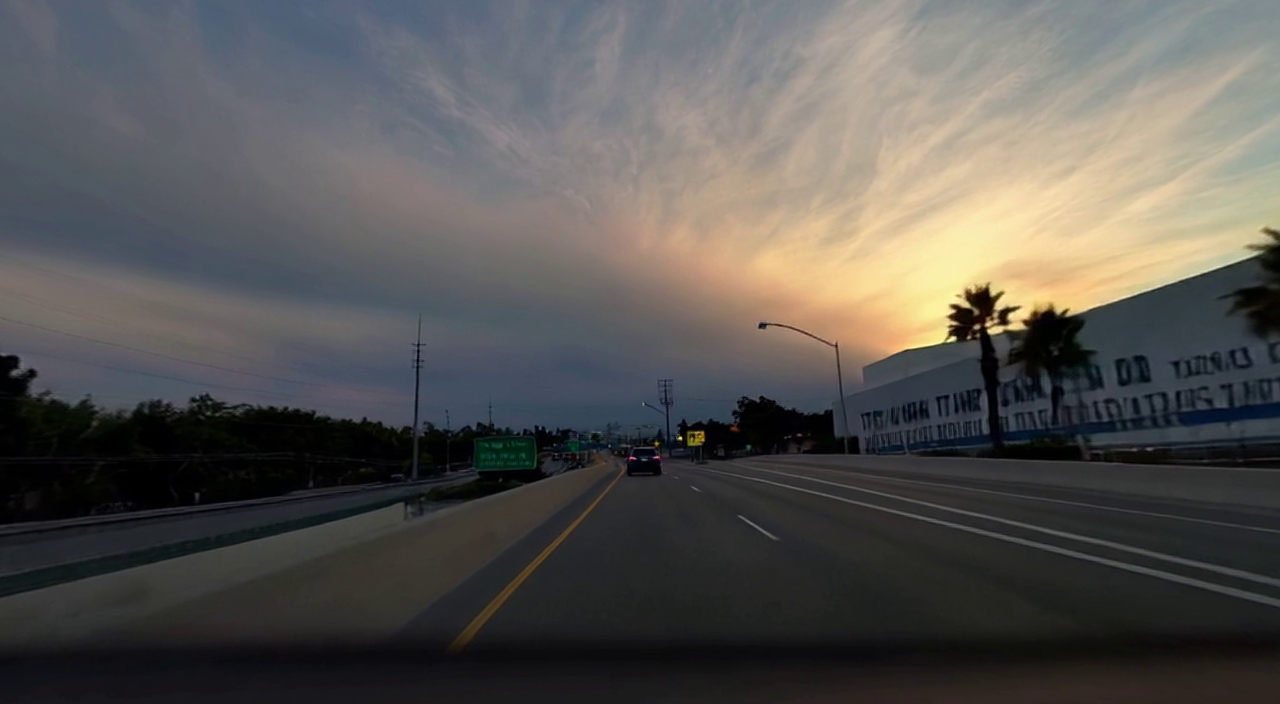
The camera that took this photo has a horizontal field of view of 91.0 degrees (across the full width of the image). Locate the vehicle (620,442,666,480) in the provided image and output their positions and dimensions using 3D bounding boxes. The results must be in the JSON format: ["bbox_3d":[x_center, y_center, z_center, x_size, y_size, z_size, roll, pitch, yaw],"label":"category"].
[{"bbox_3d":[0.089,5.278,30.788,2.089,1.718,4.193,0,-9,-2],"label":"vehicle"}]

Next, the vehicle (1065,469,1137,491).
[{"bbox_3d":[35.087,9.783,48.019,3.945,1.538,1.796,-2,-10,5],"label":"vehicle"}]
